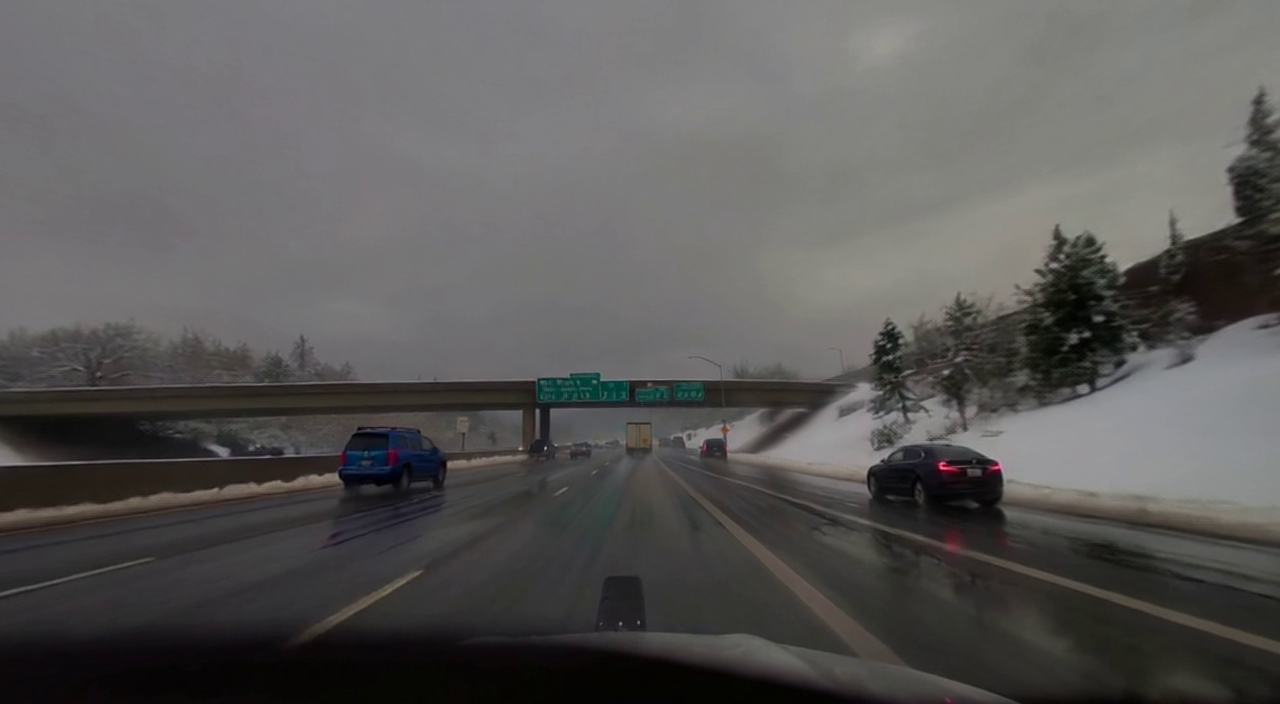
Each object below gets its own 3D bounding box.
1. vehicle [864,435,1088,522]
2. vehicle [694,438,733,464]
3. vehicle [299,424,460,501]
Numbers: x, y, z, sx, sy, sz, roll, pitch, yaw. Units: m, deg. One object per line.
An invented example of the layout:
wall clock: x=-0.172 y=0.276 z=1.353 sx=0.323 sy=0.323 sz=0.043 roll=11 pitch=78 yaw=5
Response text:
vehicle: x=6.775 y=2.579 z=13.455 sx=2.075 sy=1.510 sz=4.569 roll=0 pitch=-9 yaw=-3
vehicle: x=5.531 y=7.562 z=48.240 sx=2.220 sy=1.898 sz=4.752 roll=0 pitch=-9 yaw=-3
vehicle: x=-6.639 y=2.896 z=16.871 sx=2.179 sy=1.753 sz=4.999 roll=0 pitch=-9 yaw=0
